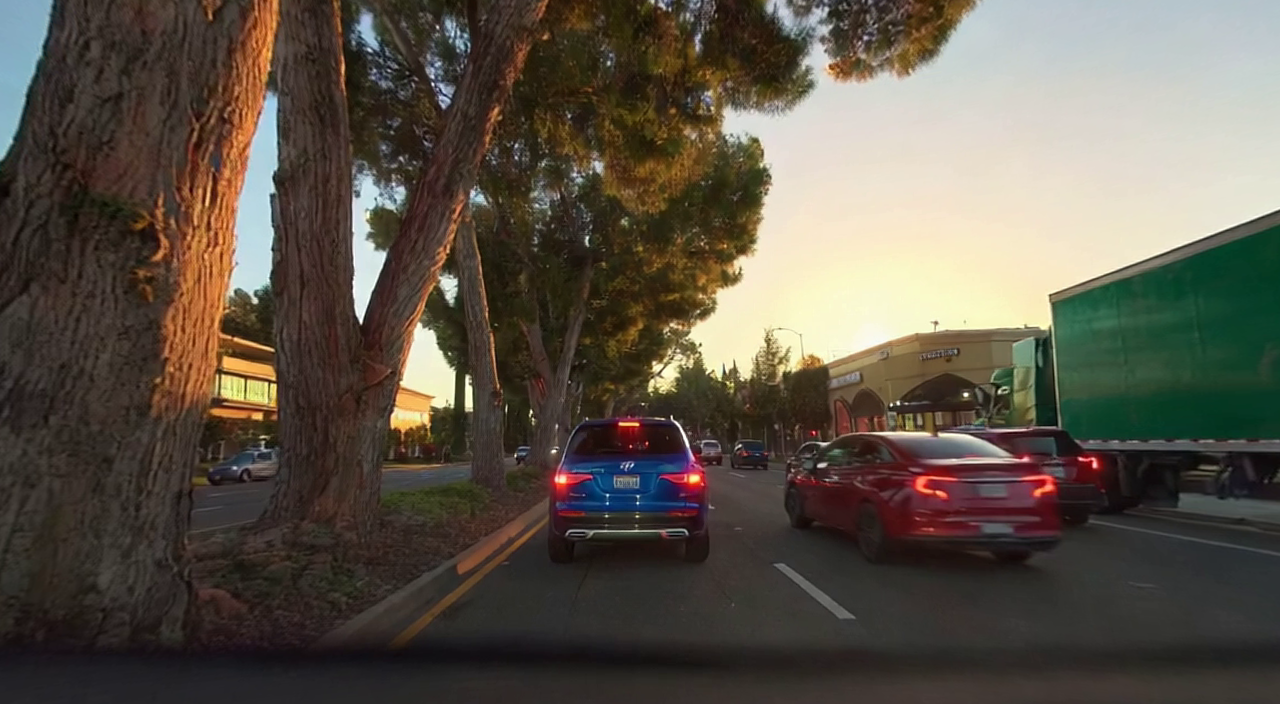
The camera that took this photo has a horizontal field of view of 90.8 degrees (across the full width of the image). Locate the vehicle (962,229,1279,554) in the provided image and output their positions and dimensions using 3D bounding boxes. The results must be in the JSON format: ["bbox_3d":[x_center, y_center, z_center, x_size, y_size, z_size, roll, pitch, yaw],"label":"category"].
[{"bbox_3d":[9.990,0.414,7.705,2.879,4.284,17.334,0,-9,-1],"label":"vehicle"}]

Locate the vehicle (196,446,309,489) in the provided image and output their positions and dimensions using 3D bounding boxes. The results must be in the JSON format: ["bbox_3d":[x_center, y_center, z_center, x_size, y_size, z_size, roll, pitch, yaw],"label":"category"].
[{"bbox_3d":[-19.340,5.746,31.904,2.302,1.939,5.221,0,-9,0],"label":"vehicle"}]

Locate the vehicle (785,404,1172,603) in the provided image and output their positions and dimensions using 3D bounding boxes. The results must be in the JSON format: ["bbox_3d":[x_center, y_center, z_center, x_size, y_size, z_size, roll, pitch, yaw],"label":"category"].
[{"bbox_3d":[3.358,1.607,7.616,2.123,1.648,4.547,0,-9,0],"label":"vehicle"}]

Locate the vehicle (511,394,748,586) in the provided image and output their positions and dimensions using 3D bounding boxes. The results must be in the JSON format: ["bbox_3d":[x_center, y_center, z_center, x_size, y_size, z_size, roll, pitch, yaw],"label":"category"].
[{"bbox_3d":[-0.115,1.673,8.412,2.320,1.880,4.192,0,-9,0],"label":"vehicle"}]

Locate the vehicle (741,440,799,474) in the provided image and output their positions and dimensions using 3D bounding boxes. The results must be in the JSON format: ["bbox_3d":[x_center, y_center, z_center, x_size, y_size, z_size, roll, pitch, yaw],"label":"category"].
[{"bbox_3d":[6.312,5.126,31.102,1.914,1.523,4.287,0,-9,0],"label":"vehicle"}]
